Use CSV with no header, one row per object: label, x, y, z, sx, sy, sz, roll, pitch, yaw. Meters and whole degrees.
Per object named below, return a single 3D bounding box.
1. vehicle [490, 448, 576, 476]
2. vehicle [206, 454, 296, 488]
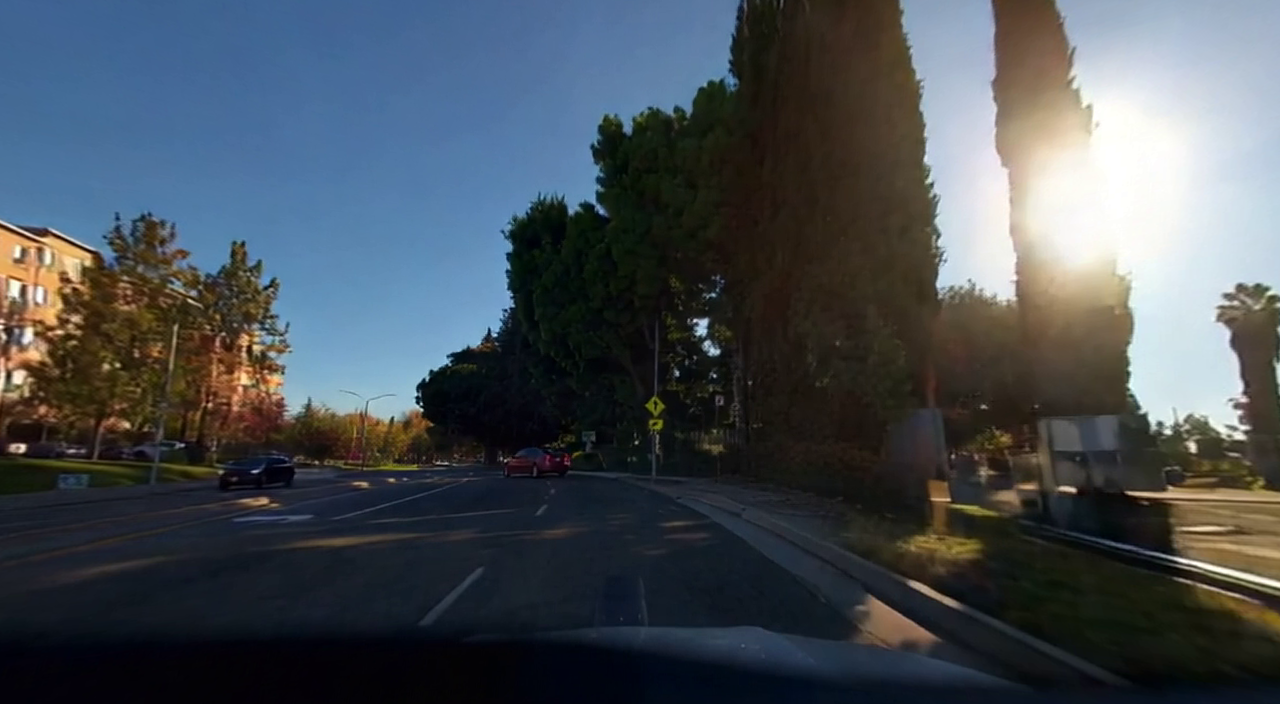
vehicle,-7.868,8.046,46.696,5.848,1.924,2.196,5,-10,-28
vehicle,-19.020,5.796,31.156,1.942,1.470,4.566,1,-9,-7
